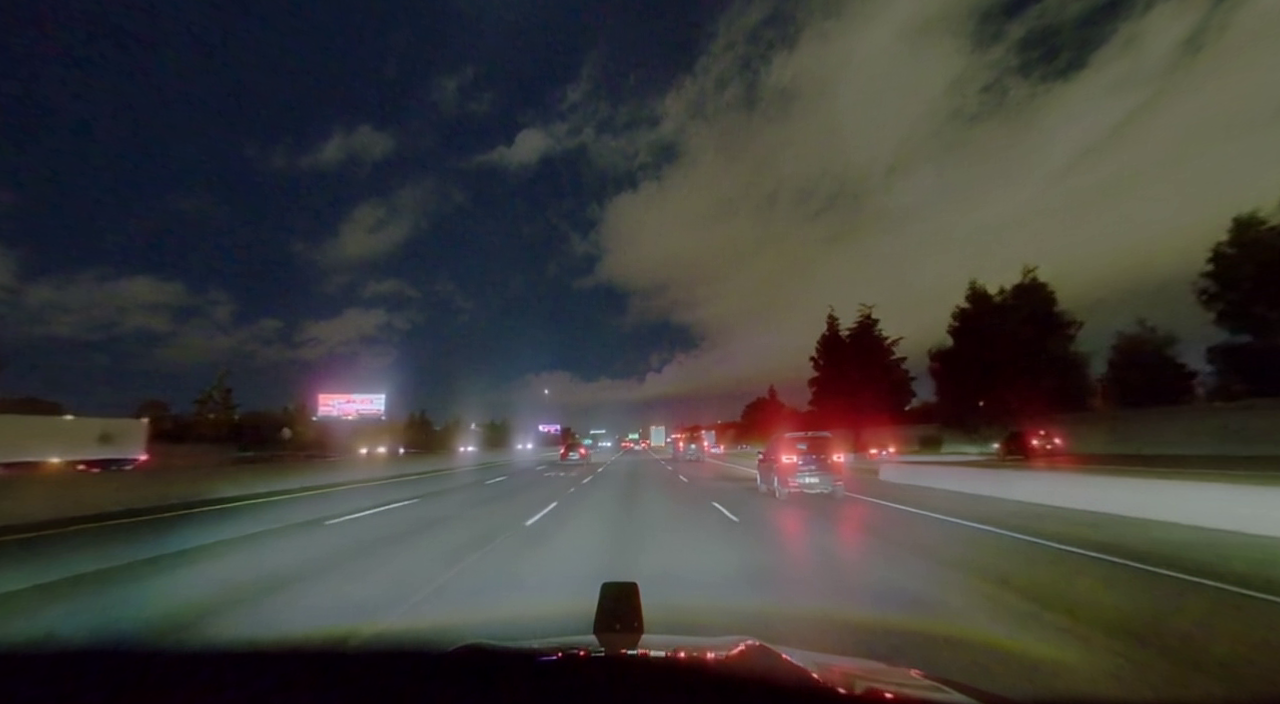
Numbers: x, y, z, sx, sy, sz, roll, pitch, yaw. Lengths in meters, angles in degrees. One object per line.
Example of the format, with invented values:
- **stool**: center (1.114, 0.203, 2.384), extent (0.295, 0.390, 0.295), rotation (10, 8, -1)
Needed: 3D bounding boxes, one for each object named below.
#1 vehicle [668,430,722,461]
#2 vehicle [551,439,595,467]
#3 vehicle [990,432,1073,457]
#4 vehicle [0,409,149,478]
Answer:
- **vehicle**: center (3.870, 7.057, 47.524), extent (3.042, 2.004, 14.051), rotation (0, -8, 1)
- **vehicle**: center (-3.717, 5.703, 35.754), extent (2.066, 1.500, 4.415), rotation (0, -8, 0)
- **vehicle**: center (30.750, 7.300, 49.613), extent (2.139, 1.881, 5.005), rotation (4, -10, -28)
- **vehicle**: center (-39.600, 5.993, 41.037), extent (3.197, 4.032, 16.898), rotation (1, -9, -6)
